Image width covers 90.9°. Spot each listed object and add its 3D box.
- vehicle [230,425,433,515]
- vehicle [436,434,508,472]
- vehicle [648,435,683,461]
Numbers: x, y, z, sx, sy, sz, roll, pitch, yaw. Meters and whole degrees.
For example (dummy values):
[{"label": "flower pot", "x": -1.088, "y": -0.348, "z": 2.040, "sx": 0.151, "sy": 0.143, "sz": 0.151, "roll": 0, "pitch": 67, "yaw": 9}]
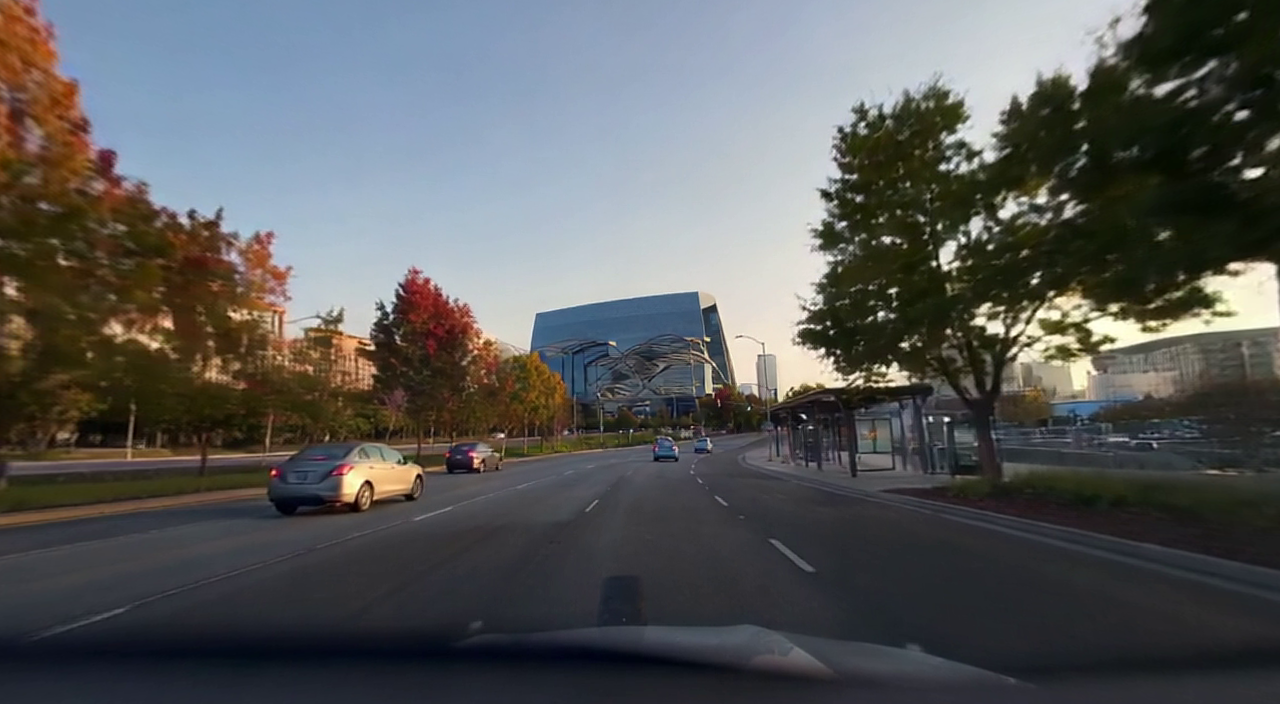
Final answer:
[{"label": "vehicle", "x": -6.768, "y": 2.614, "z": 14.579, "sx": 2.181, "sy": 1.728, "sz": 4.515, "roll": 0, "pitch": -8, "yaw": 3}, {"label": "vehicle", "x": -8.425, "y": 5.122, "z": 32.182, "sx": 2.097, "sy": 1.782, "sz": 4.682, "roll": -1, "pitch": -8, "yaw": 4}, {"label": "vehicle", "x": 1.971, "y": 7.210, "z": 47.373, "sx": 2.345, "sy": 1.803, "sz": 4.261, "roll": -1, "pitch": -8, "yaw": 6}]
